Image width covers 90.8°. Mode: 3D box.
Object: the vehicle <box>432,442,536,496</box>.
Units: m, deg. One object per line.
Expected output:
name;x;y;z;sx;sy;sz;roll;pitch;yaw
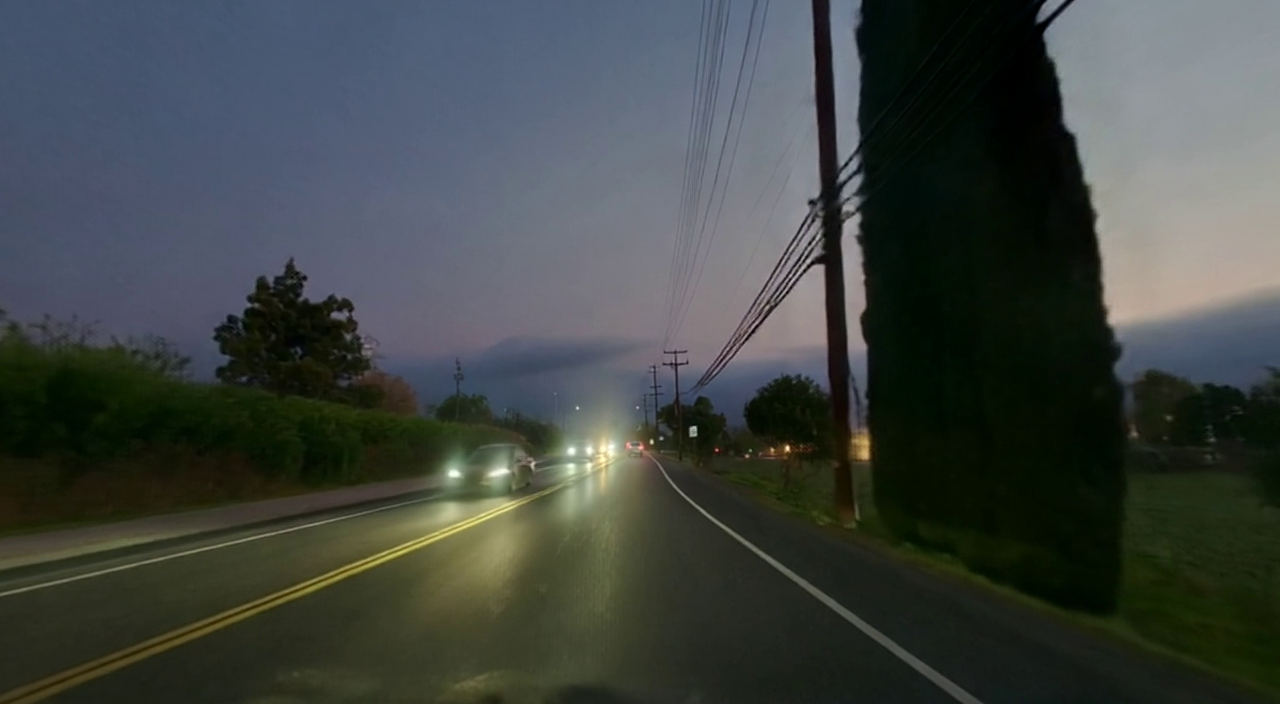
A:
vehicle;-4.740;3.594;19.881;2.069;1.471;4.226;-1;-8;2
